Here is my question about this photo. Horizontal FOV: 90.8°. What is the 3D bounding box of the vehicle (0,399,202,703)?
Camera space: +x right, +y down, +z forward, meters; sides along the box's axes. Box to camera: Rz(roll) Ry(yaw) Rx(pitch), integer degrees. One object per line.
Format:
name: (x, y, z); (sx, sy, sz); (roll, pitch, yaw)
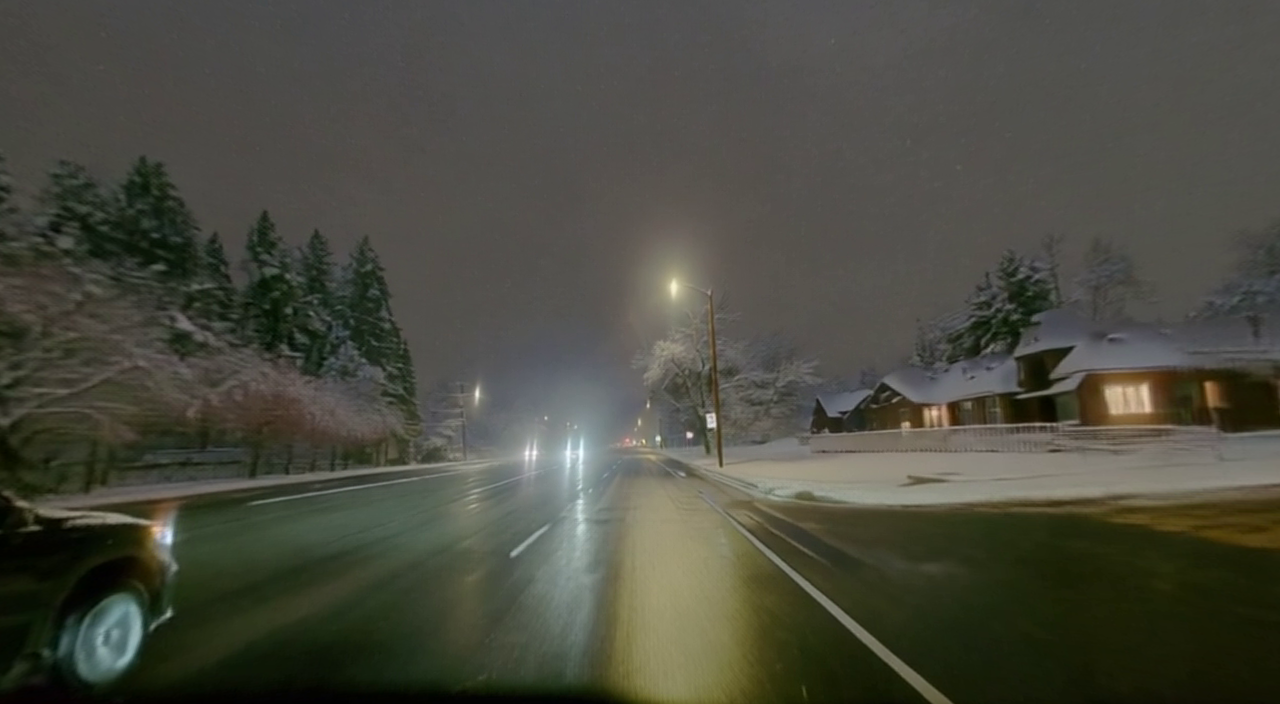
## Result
vehicle: (-3.324, 0.705, 0.801); (2.020, 1.478, 4.890); (0, -8, 0)
